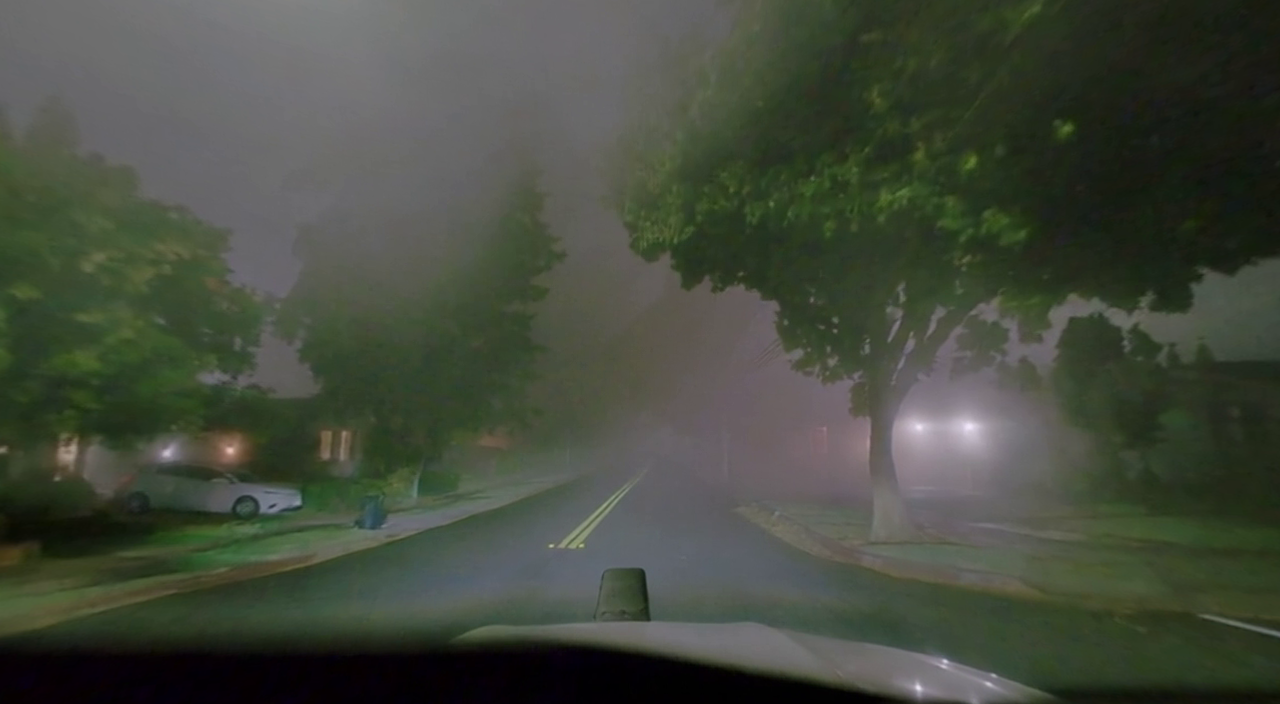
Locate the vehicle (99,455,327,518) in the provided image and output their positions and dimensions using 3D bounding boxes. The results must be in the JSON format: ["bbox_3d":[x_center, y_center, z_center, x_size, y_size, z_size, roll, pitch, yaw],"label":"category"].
[{"bbox_3d":[-11.113,3.483,16.628,4.659,1.464,1.930,0,-8,4],"label":"vehicle"}]
